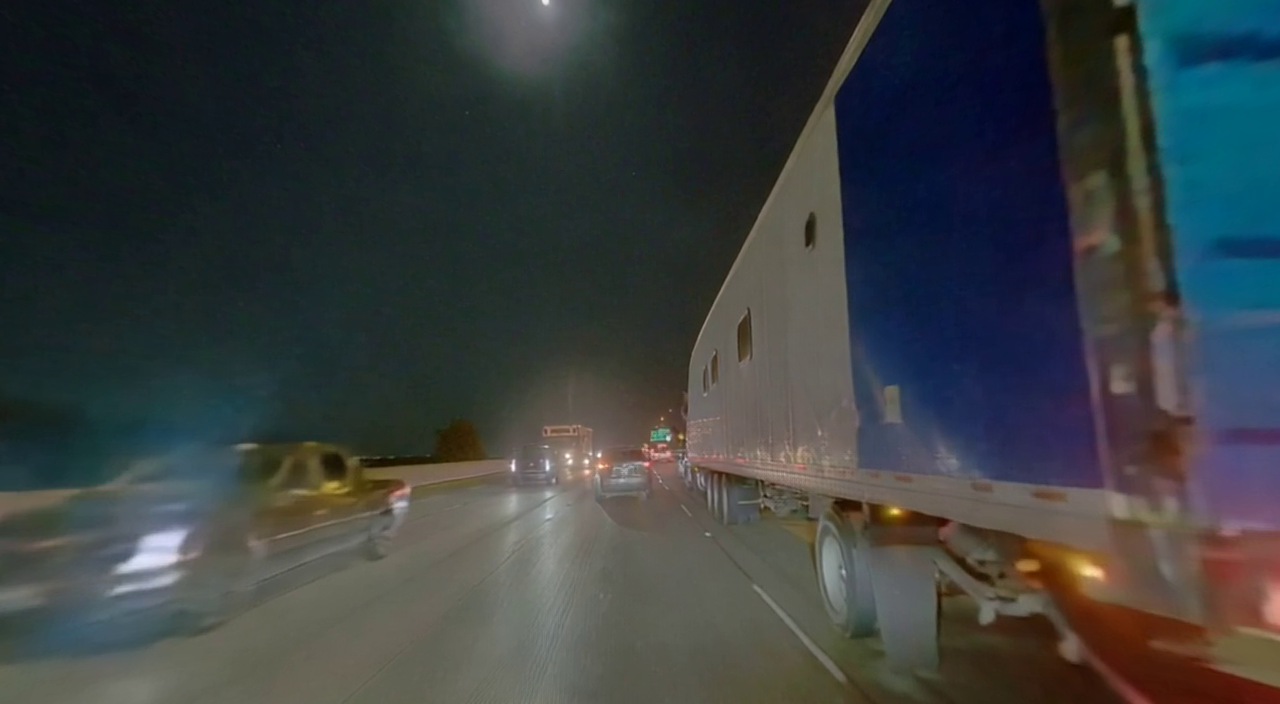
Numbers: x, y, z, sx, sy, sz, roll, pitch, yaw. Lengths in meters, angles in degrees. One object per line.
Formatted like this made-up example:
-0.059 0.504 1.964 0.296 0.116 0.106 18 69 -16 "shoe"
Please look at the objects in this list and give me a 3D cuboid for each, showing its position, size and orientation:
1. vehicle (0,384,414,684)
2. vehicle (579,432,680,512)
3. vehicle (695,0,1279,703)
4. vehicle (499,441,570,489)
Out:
-3.908 1.383 5.859 1.986 1.733 4.209 0 -9 1 "vehicle"
-0.258 2.960 15.970 2.201 1.719 4.058 0 -9 -1 "vehicle"
2.973 0.597 8.792 2.934 4.123 15.785 0 -9 0 "vehicle"
-4.048 4.409 24.914 2.074 1.717 4.089 0 -9 1 "vehicle"
